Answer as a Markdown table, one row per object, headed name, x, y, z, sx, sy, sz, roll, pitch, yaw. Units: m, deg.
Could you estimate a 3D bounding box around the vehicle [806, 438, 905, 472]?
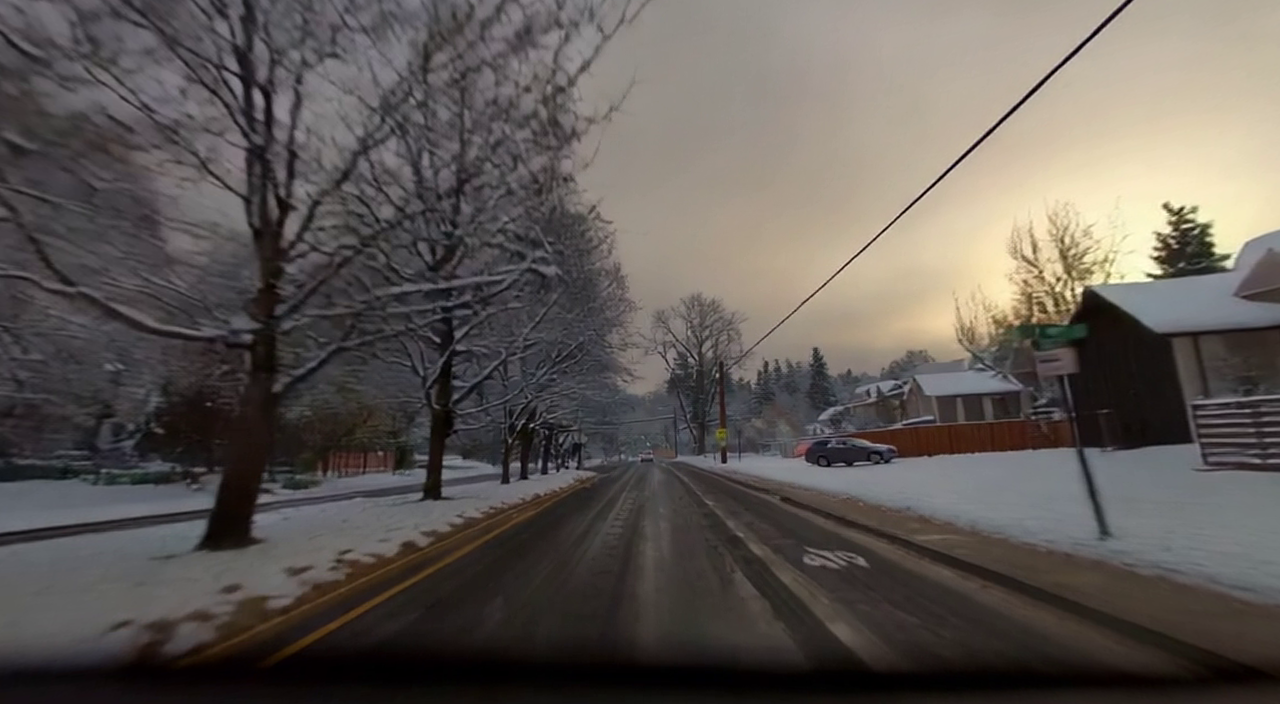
| name | x | y | z | sx | sy | sz | roll | pitch | yaw |
| --- | --- | --- | --- | --- | --- | --- | --- | --- | --- |
| vehicle | 12.213 | 5.863 | 35.851 | 4.807 | 1.865 | 2.160 | 0 | -8 | 1 |
